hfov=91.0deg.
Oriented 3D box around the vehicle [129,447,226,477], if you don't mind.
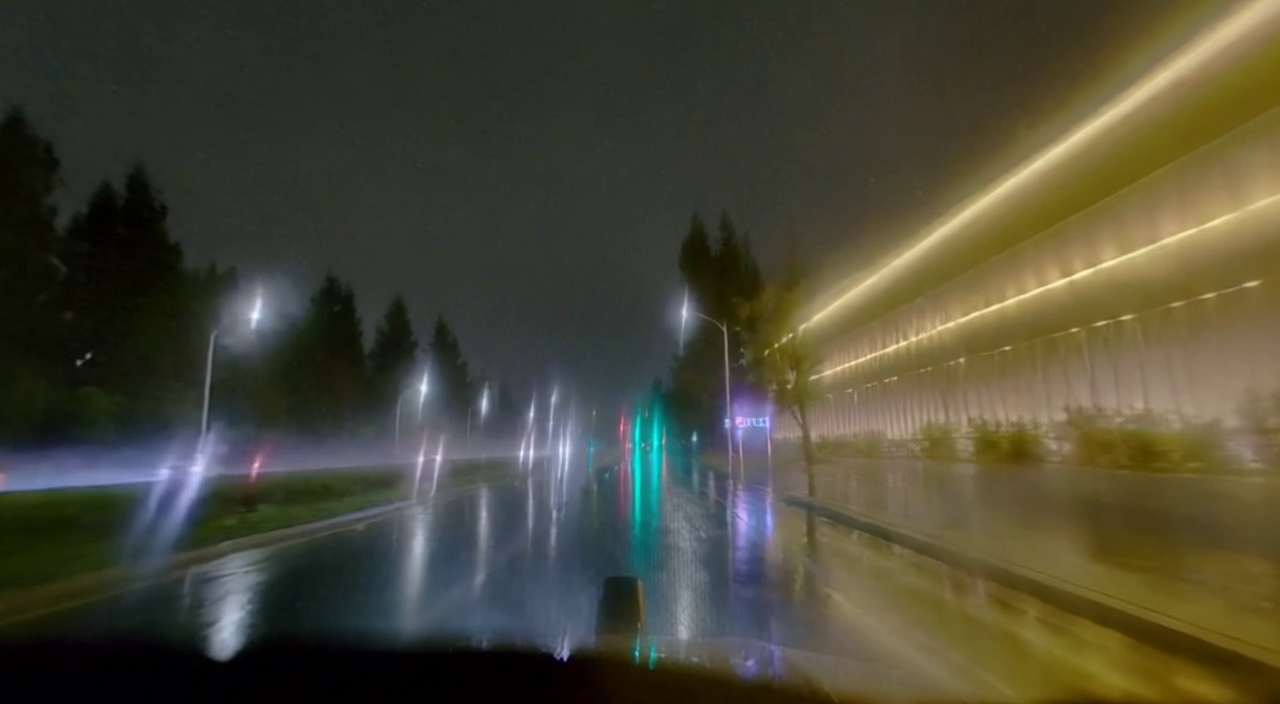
[{"bbox_3d":[-24.485,5.825,33.563,1.826,1.506,4.293,0,-9,1],"label":"vehicle"}]
